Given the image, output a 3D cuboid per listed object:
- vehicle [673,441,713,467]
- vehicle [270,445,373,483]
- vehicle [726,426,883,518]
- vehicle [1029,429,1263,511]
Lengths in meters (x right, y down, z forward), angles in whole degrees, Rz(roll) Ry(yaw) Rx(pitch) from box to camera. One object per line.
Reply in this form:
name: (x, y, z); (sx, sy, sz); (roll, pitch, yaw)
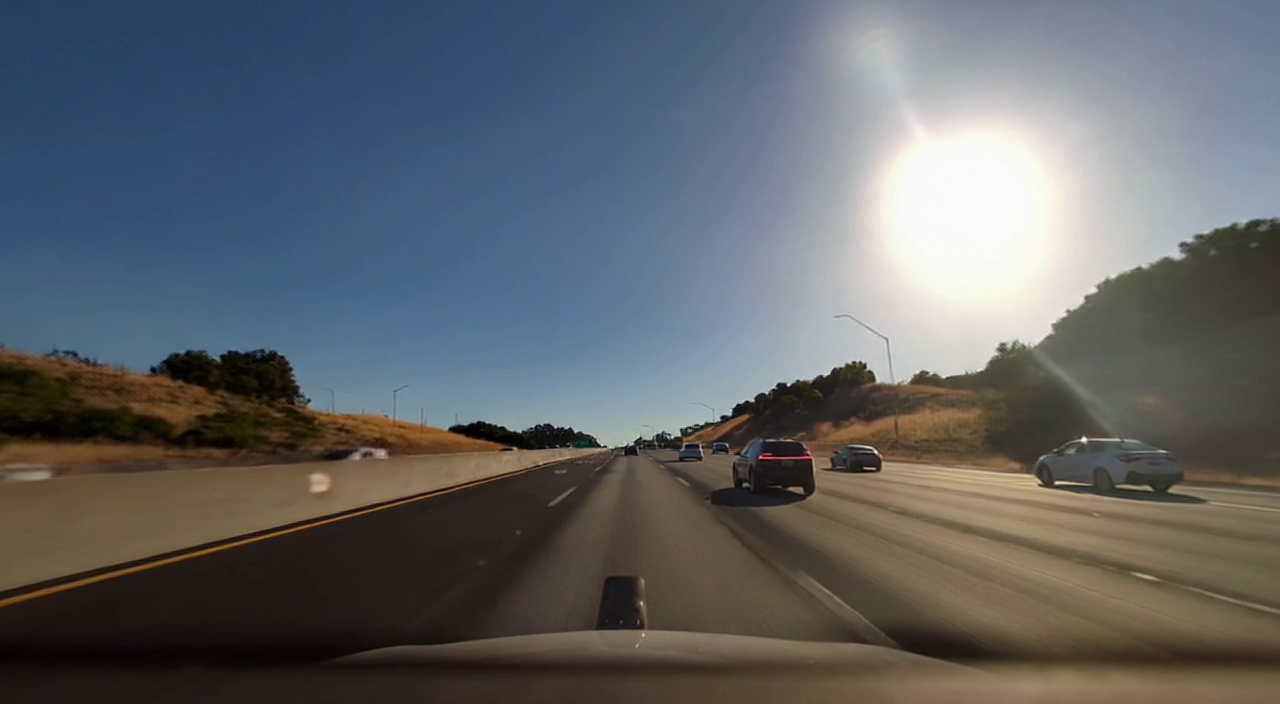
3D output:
vehicle: (3.297, 6.399, 39.798); (2.038, 1.477, 4.313); (0, -8, -1)
vehicle: (-11.533, 4.037, 23.177); (1.730, 1.210, 3.824); (0, -8, 1)
vehicle: (3.214, 2.447, 13.451); (1.977, 1.601, 4.598); (0, -8, -2)
vehicle: (11.030, 2.587, 14.259); (1.844, 1.560, 4.085); (0, -8, 0)
